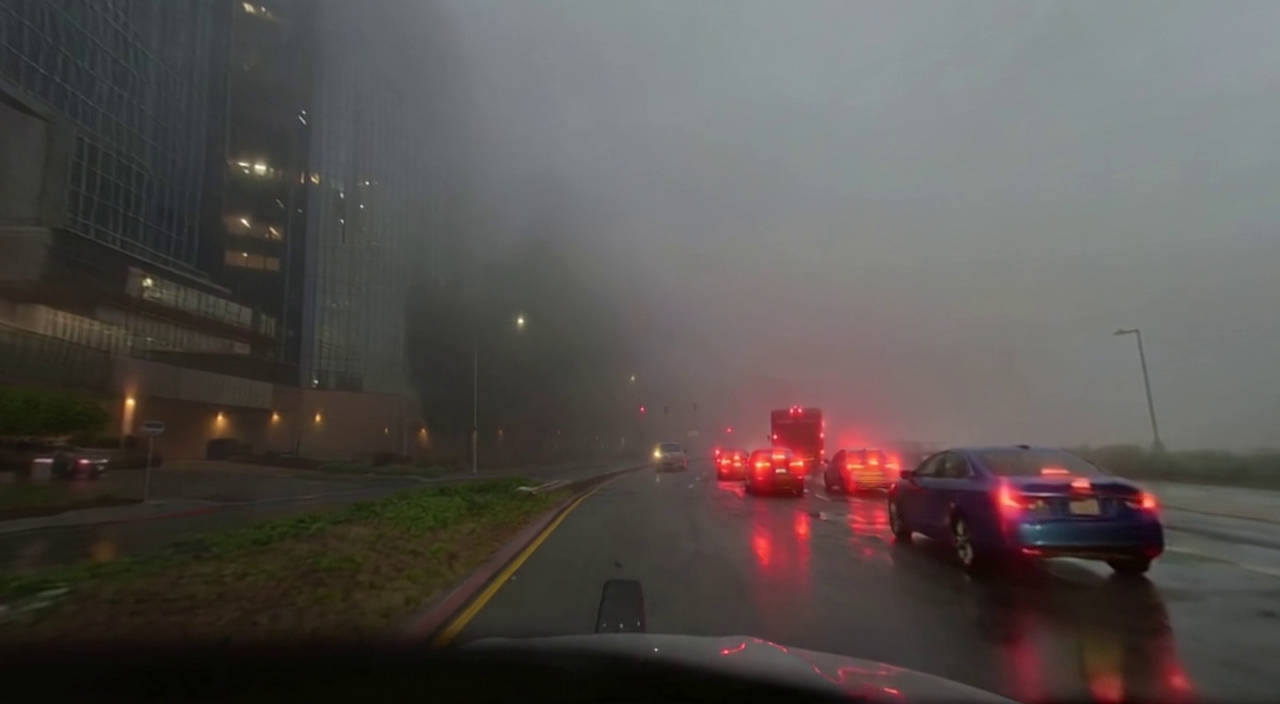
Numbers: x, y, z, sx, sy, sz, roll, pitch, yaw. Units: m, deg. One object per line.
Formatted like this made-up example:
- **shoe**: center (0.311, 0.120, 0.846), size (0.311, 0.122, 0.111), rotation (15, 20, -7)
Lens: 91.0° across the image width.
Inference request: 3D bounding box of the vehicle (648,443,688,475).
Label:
- **vehicle**: center (1.687, 6.158, 36.454), size (2.121, 1.728, 4.161), rotation (-1, -9, 5)

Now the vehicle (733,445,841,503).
- **vehicle**: center (4.273, 3.607, 19.054), size (2.183, 1.553, 3.923), rotation (0, -9, -2)

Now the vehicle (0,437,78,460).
- **vehicle**: center (-45.090, 7.165, 46.789), size (4.600, 1.700, 1.957), rotation (1, -9, -4)

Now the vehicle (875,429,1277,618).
- **vehicle**: center (4.749, 1.876, 8.084), size (2.089, 1.609, 4.922), rotation (-1, -9, 7)

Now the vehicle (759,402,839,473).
- **vehicle**: center (9.448, 5.441, 39.264), size (3.128, 3.616, 13.736), rotation (-1, -9, 7)
